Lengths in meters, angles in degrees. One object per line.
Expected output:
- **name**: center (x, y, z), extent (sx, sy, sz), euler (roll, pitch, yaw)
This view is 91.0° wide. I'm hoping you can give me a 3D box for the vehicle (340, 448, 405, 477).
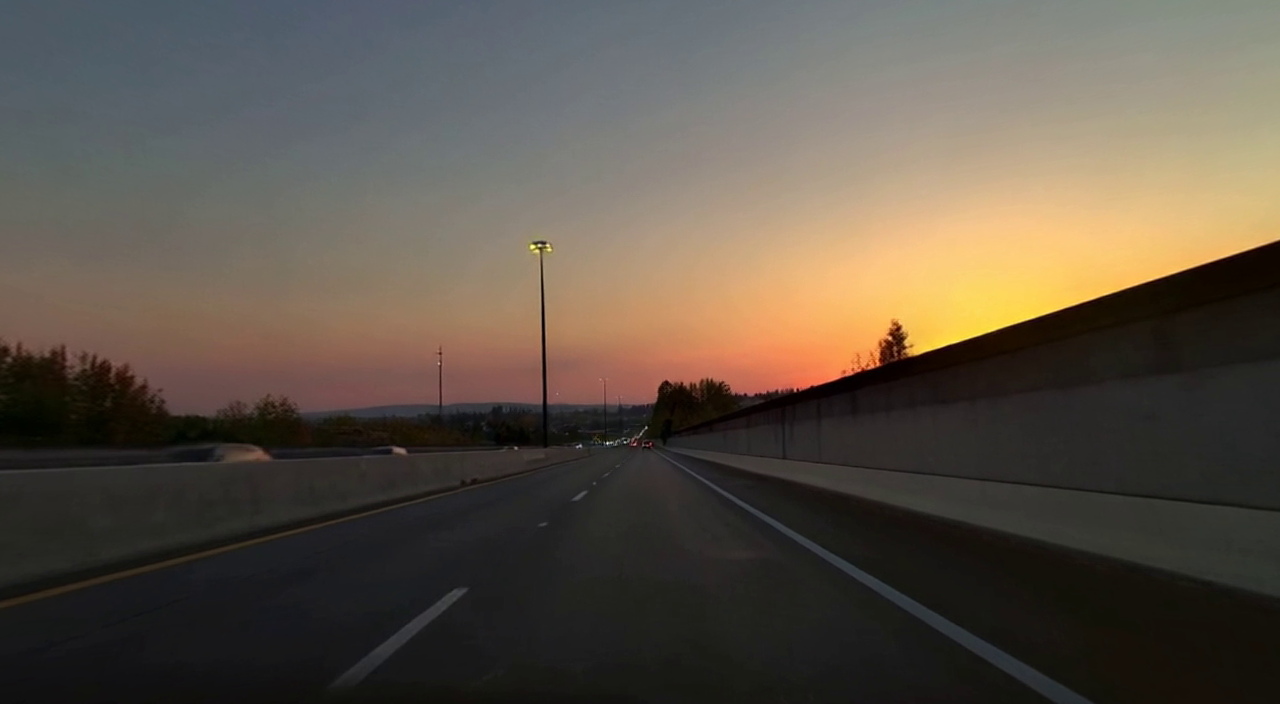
- **vehicle**: center (-15.375, 6.334, 36.354), extent (1.830, 1.492, 4.277), euler (0, -8, 1)
